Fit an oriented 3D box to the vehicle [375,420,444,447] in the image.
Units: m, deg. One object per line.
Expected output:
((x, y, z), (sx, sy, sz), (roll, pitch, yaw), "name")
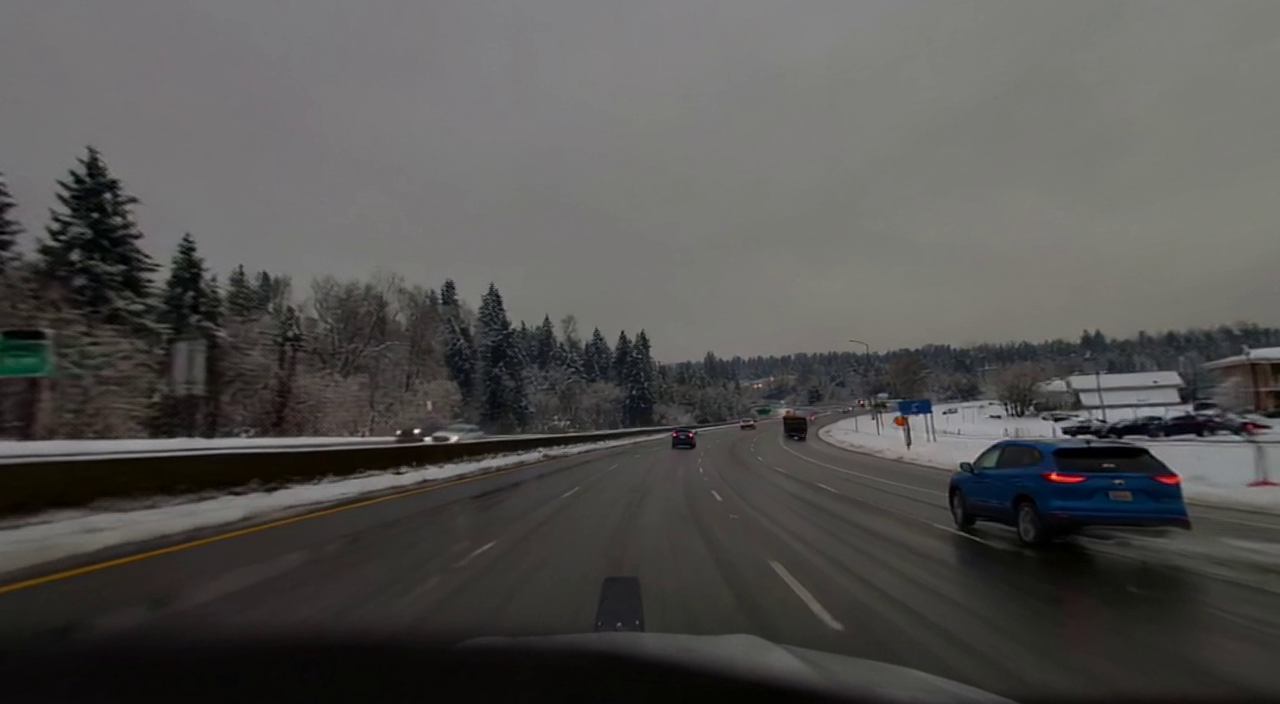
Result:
((-13.506, 4.879, 37.369), (2.030, 1.457, 4.365), (-1, -9, 6), "vehicle")

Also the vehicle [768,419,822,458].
((9.622, 5.509, 39.811), (2.526, 2.230, 6.190), (0, -9, 7), "vehicle")

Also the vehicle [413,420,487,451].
((-10.257, 4.607, 34.565), (2.179, 1.522, 4.505), (-1, -9, 7), "vehicle")

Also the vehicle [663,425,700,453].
((2.874, 5.938, 42.939), (2.181, 1.768, 4.383), (-1, -9, 9), "vehicle")

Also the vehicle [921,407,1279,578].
((5.685, 1.706, 8.451), (2.097, 1.659, 4.320), (0, -9, 4), "vehicle")
